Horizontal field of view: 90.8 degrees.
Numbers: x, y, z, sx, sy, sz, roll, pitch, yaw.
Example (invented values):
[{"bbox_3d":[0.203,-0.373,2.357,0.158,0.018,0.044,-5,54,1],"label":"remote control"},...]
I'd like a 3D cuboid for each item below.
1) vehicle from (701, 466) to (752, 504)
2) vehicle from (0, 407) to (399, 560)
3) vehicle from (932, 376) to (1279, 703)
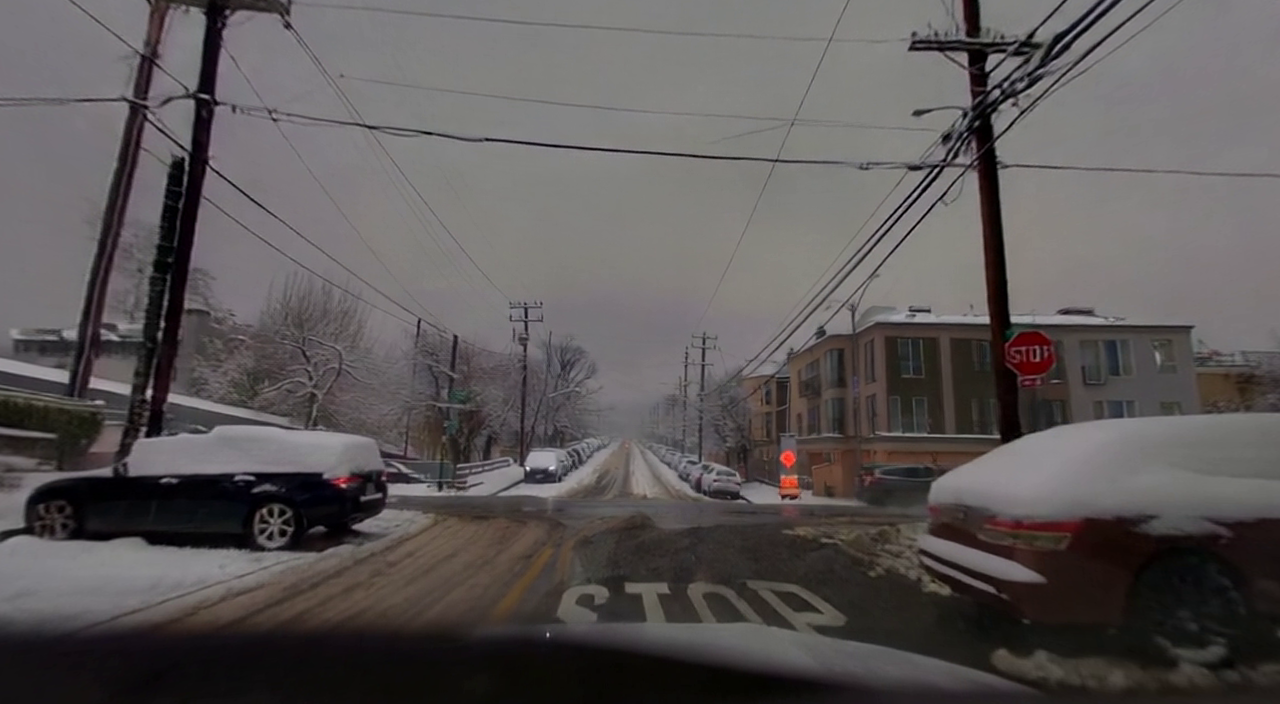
[{"bbox_3d":[4.695,7.277,34.879,2.007,1.804,4.136,0,-8,-2],"label":"vehicle"},{"bbox_3d":[-6.457,1.803,9.108,5.025,1.648,2.055,4,-8,-1],"label":"vehicle"},{"bbox_3d":[4.524,1.216,3.926,4.554,1.473,1.876,5,-11,-3],"label":"vehicle"}]
